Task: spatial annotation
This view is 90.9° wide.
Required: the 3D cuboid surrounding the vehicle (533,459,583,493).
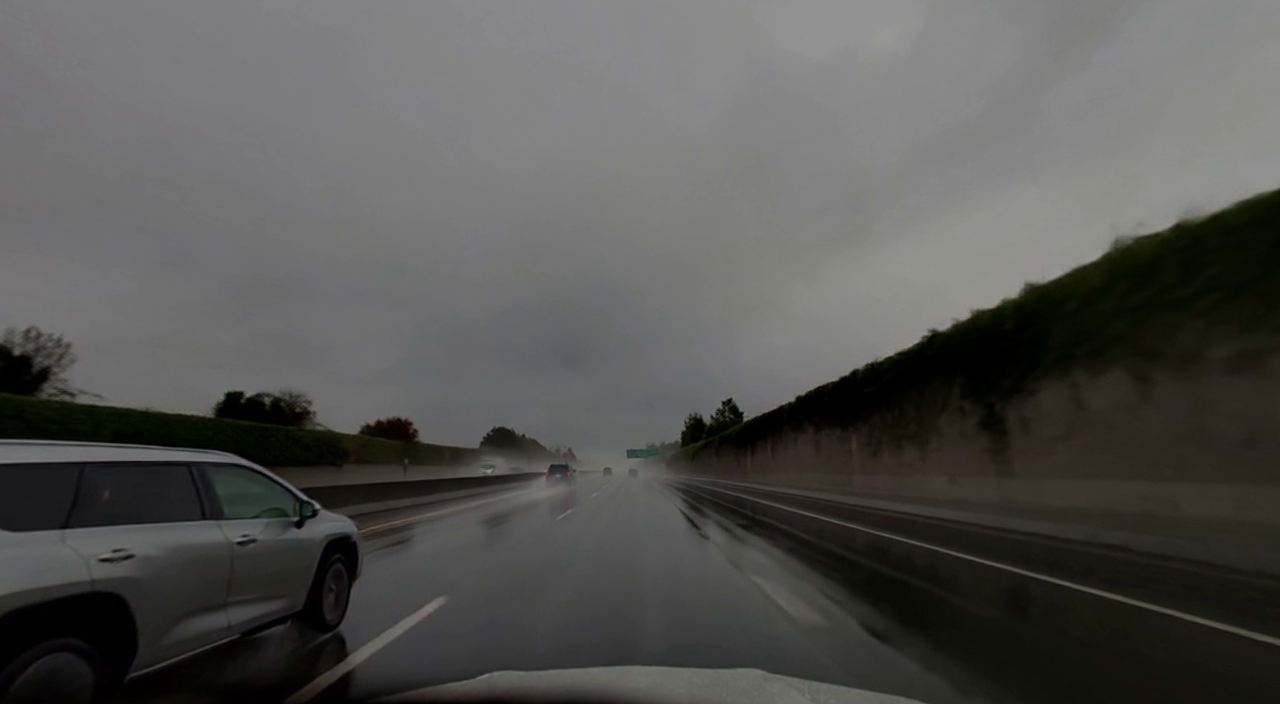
[{"bbox_3d":[-4.595,7.050,36.015,2.178,1.736,4.847,1,-10,0],"label":"vehicle"}]
